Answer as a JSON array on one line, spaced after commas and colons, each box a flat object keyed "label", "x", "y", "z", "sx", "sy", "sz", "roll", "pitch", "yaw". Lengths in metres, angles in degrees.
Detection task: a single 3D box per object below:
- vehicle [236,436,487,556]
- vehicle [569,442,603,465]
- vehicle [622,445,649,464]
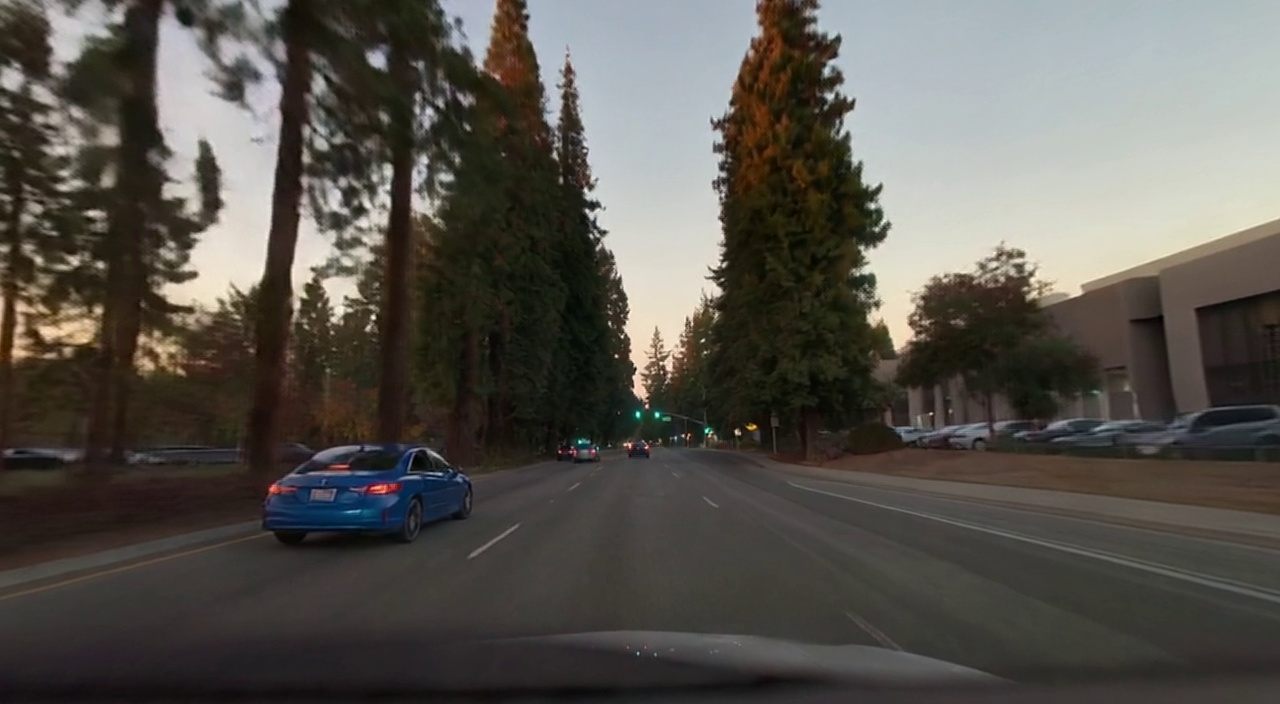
[{"label": "vehicle", "x": -3.872, "y": 2.059, "z": 9.809, "sx": 1.905, "sy": 1.418, "sz": 4.396, "roll": 0, "pitch": -9, "yaw": 0}, {"label": "vehicle", "x": -3.892, "y": 7.459, "z": 46.457, "sx": 2.103, "sy": 1.592, "sz": 4.160, "roll": 0, "pitch": -9, "yaw": 1}, {"label": "vehicle", "x": -0.383, "y": 7.919, "z": 49.019, "sx": 1.991, "sy": 1.431, "sz": 4.199, "roll": 0, "pitch": -9, "yaw": -1}]
